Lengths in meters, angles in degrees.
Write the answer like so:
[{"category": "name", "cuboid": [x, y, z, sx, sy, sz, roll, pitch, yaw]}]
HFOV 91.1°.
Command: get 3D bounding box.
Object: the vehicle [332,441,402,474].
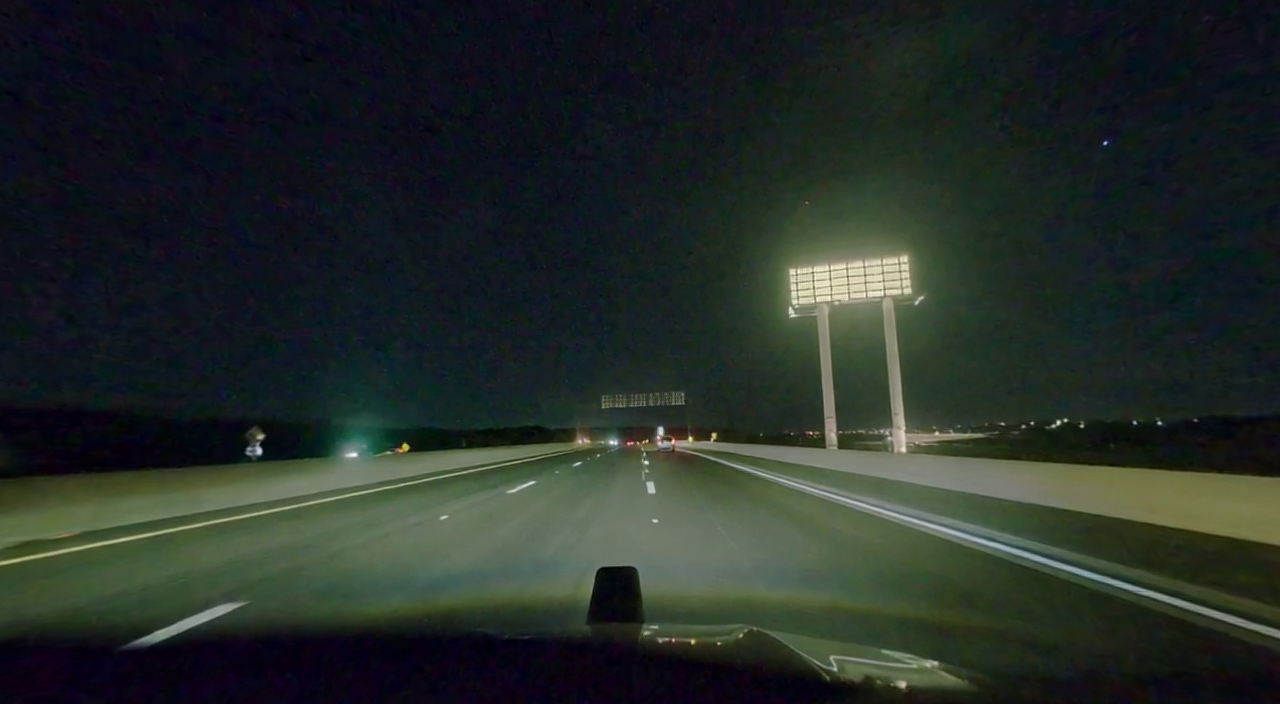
[{"category": "vehicle", "cuboid": [-13.253, 5.124, 30.758, 1.813, 1.459, 3.871, 0, -8, -2]}]
